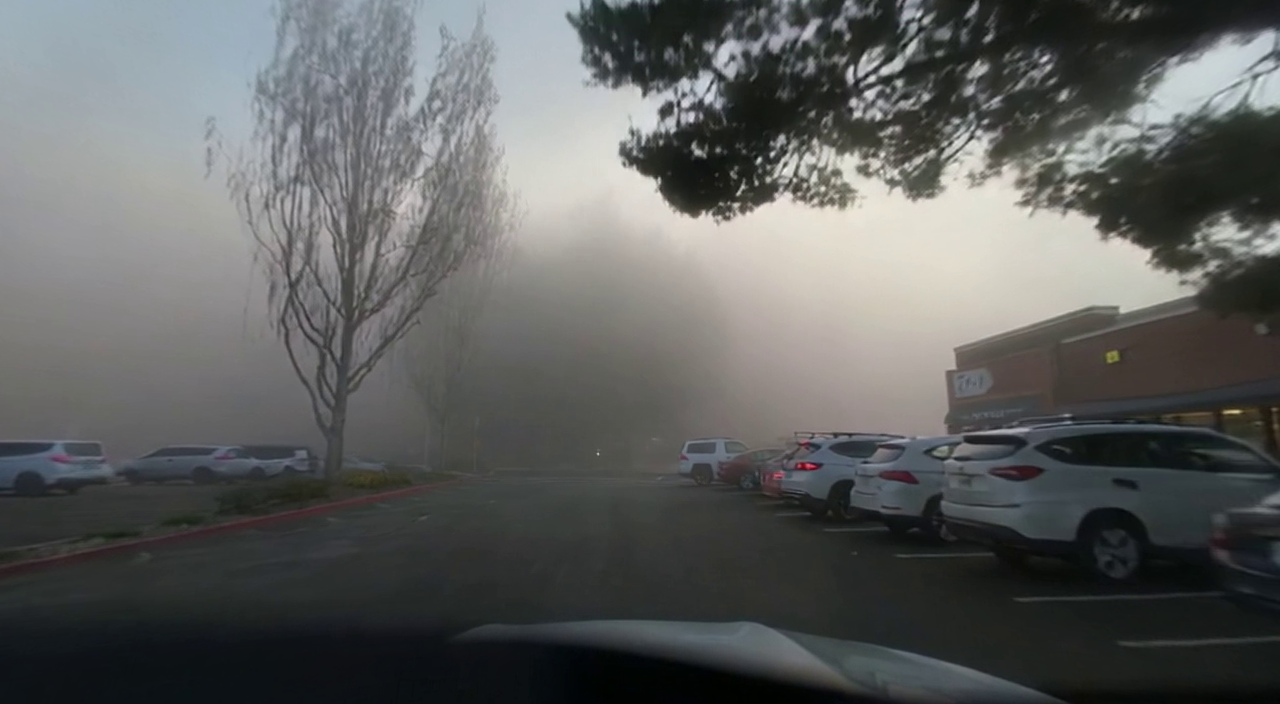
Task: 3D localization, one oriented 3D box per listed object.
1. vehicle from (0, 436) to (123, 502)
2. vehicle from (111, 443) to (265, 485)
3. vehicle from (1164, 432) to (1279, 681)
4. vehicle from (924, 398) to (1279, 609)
[{"bbox_3d":[-15.697,2.880,15.713,4.197,1.526,1.977,7,-11,-40],"label":"vehicle"},{"bbox_3d":[-17.609,4.333,24.807,4.651,1.494,1.914,6,-11,-37],"label":"vehicle"},{"bbox_3d":[6.017,1.210,3.694,4.298,1.476,1.921,1,-8,-5],"label":"vehicle"},{"bbox_3d":[5.963,1.551,7.074,4.409,1.892,2.298,0,-8,-4],"label":"vehicle"}]
